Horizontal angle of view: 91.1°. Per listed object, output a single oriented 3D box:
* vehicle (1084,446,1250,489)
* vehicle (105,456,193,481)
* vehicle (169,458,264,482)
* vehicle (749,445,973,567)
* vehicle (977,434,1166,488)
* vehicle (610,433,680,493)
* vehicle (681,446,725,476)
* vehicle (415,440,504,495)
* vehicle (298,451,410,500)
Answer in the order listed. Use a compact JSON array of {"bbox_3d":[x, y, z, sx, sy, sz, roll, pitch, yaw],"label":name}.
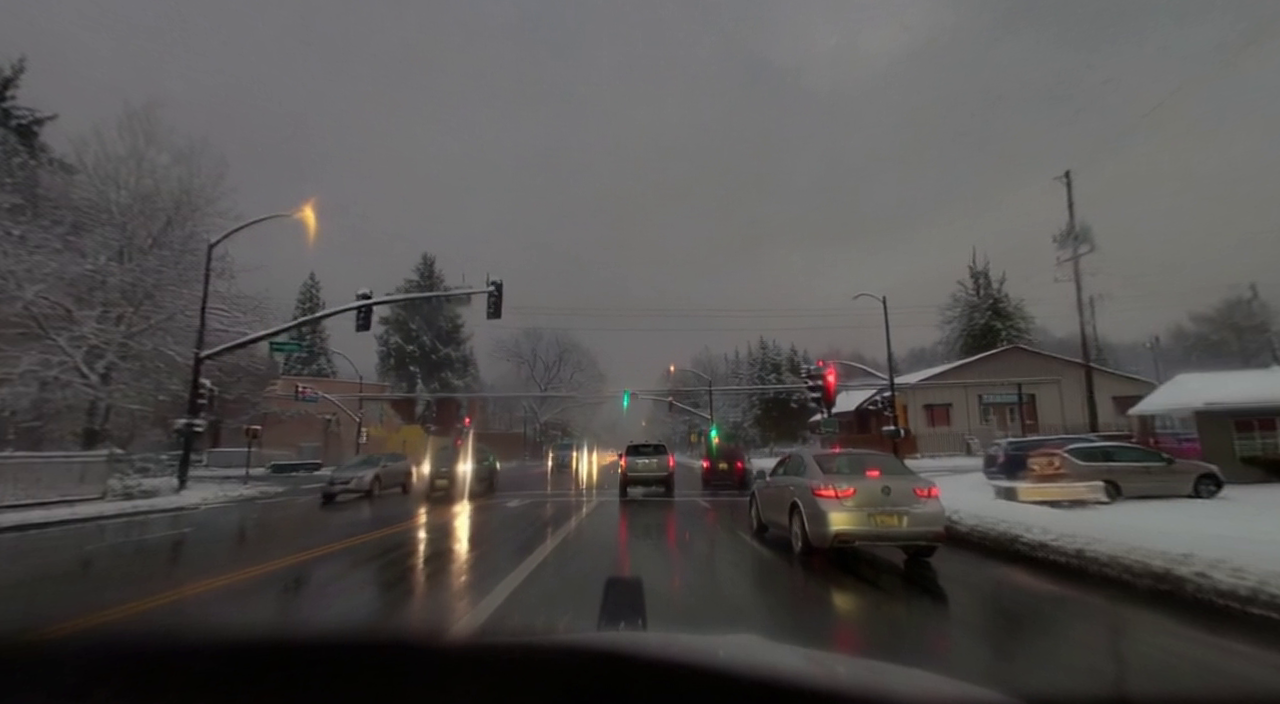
[{"bbox_3d":[18.765,4.111,22.733,1.906,1.395,4.736,0,-9,0],"label":"vehicle"},{"bbox_3d":[-33.791,8.004,43.285,4.379,1.666,2.005,0,-9,2],"label":"vehicle"},{"bbox_3d":[-26.848,7.508,39.910,4.500,1.439,1.996,0,-9,-1],"label":"vehicle"},{"bbox_3d":[3.118,2.244,10.002,1.900,1.478,4.425,0,-9,-1],"label":"vehicle"},{"bbox_3d":[13.648,3.468,20.105,4.507,1.610,2.045,0,-9,-1],"label":"vehicle"},{"bbox_3d":[0.160,3.978,22.792,2.296,1.947,4.168,0,-9,0],"label":"vehicle"},{"bbox_3d":[3.719,6.500,37.691,2.138,1.729,4.178,0,-9,-1],"label":"vehicle"},{"bbox_3d":[-6.620,4.268,23.568,1.957,1.836,4.434,0,-9,1],"label":"vehicle"},{"bbox_3d":[-10.279,4.440,23.038,1.943,1.552,4.670,0,-9,0],"label":"vehicle"}]
